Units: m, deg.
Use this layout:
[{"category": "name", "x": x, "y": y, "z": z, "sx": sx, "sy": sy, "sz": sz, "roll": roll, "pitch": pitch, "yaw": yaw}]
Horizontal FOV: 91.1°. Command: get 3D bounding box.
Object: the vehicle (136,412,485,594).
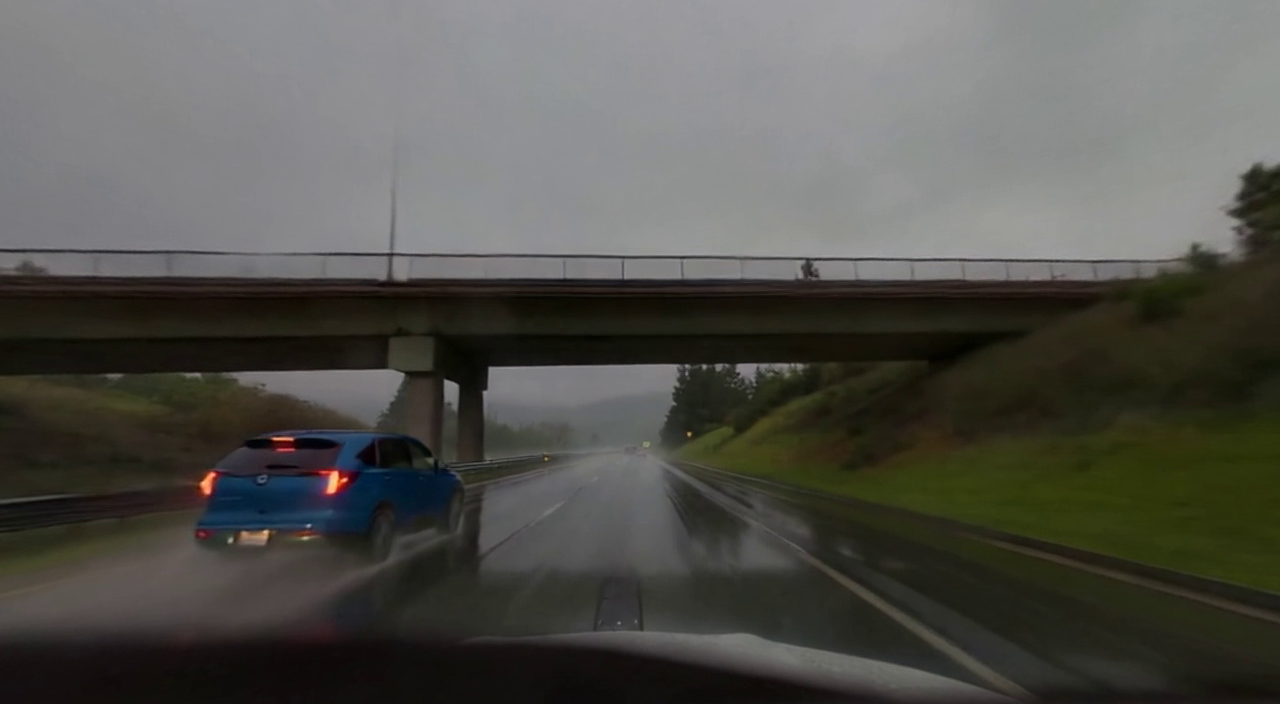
[{"category": "vehicle", "x": -3.591, "y": 1.730, "z": 8.036, "sx": 2.082, "sy": 1.668, "sz": 4.274, "roll": 0, "pitch": -9, "yaw": 1}]
